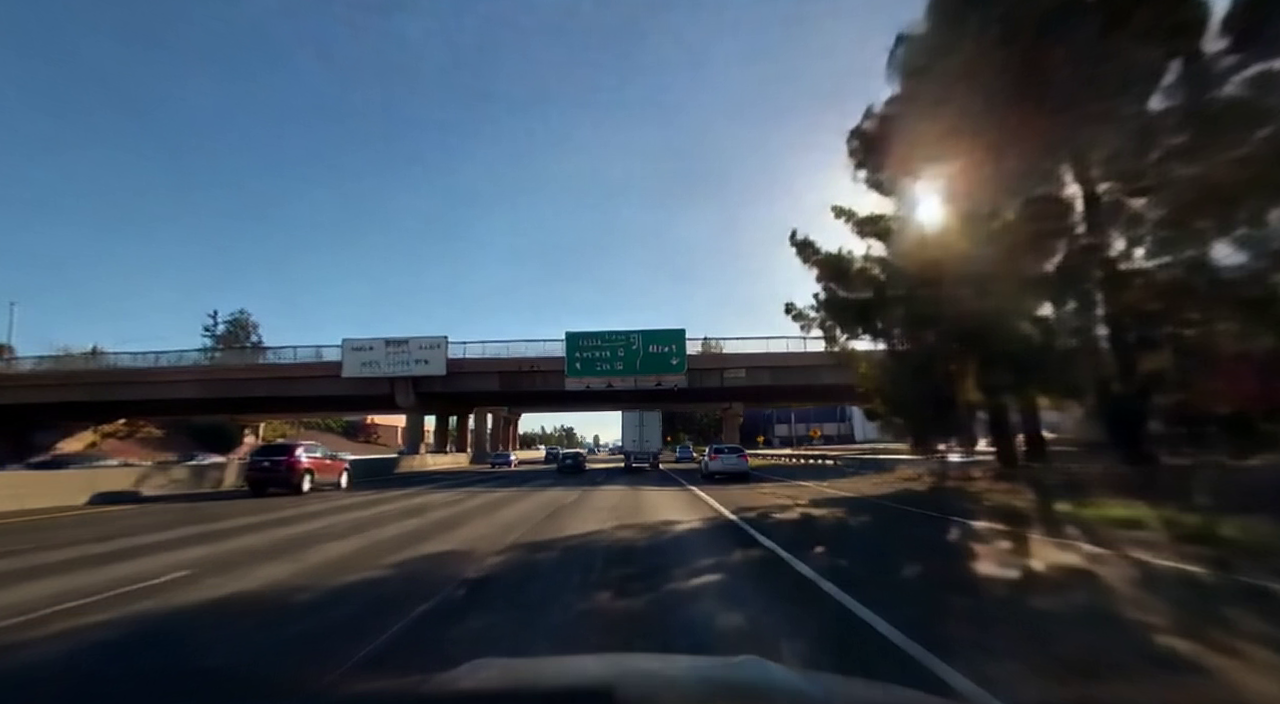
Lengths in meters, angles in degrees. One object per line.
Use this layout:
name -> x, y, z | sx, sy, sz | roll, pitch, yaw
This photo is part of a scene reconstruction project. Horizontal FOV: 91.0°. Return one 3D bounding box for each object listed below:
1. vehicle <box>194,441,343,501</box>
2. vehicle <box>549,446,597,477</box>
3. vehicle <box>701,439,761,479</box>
vehicle -> -11.220, 3.610, 19.466 | 1.966, 1.627, 4.258 | 0, -9, 0
vehicle -> -3.566, 5.909, 34.296 | 2.083, 1.576, 4.307 | 0, -9, 1
vehicle -> 4.131, 4.965, 29.413 | 2.107, 1.707, 4.445 | 0, -9, 0
